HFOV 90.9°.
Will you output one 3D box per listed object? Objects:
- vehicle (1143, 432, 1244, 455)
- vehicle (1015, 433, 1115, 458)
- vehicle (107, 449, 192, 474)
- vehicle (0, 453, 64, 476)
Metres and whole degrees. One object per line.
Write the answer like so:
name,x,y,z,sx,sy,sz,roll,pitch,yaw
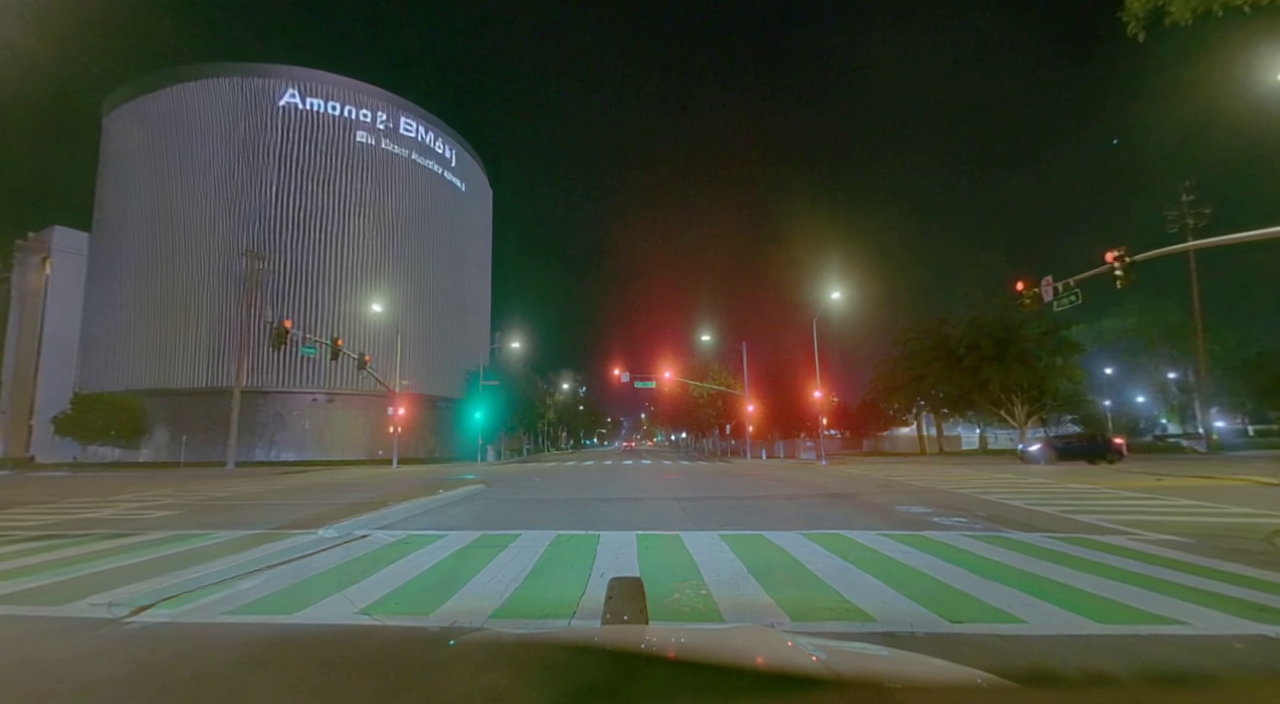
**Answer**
vehicle,36.152,6.022,41.259,4.767,1.456,1.858,0,-8,2
vehicle,25.542,5.628,37.992,4.529,1.457,1.981,-1,-8,4
vehicle,-33.155,7.397,42.691,4.136,1.661,1.857,0,-8,1
vehicle,-41.738,7.623,42.688,3.698,1.467,1.779,0,-8,1
